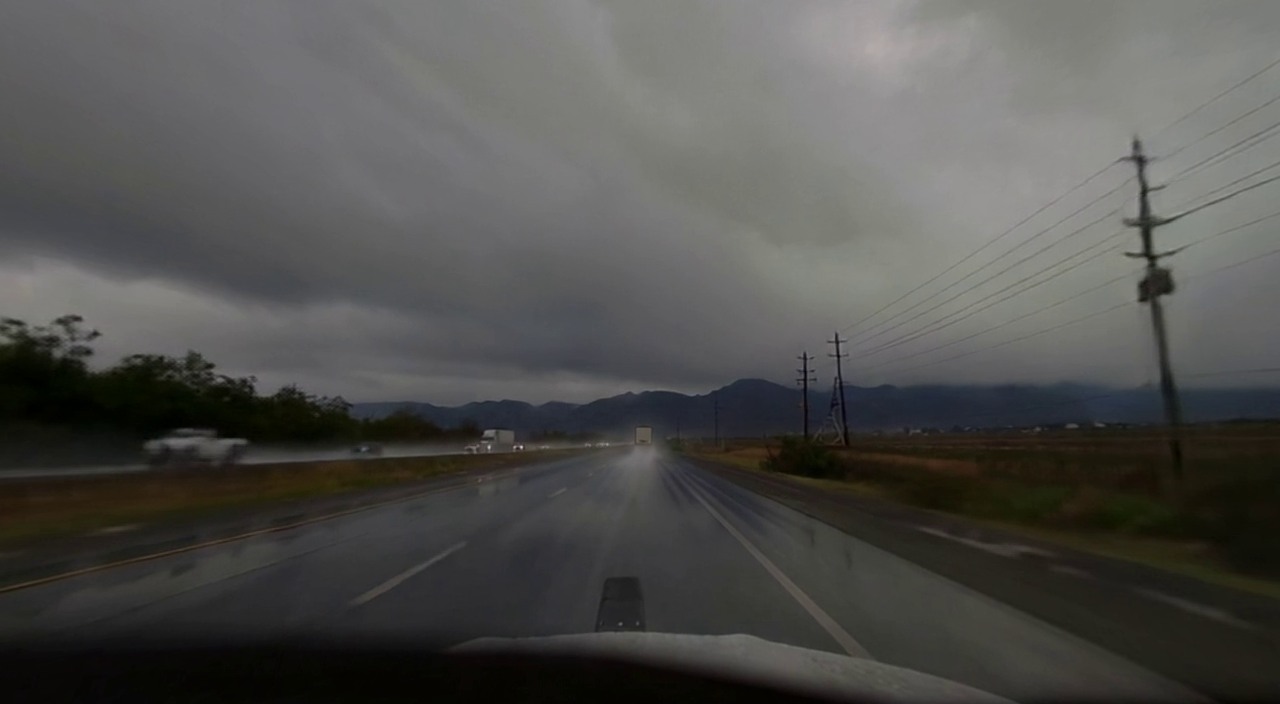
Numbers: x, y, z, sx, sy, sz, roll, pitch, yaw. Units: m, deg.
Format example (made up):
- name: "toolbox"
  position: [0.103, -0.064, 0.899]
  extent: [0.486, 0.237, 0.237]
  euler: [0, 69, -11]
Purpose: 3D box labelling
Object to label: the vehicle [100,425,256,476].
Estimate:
- name: "vehicle"
  position: [-21.079, 4.560, 29.265]
  extent: [2.456, 2.091, 6.163]
  euler: [0, -8, 1]
